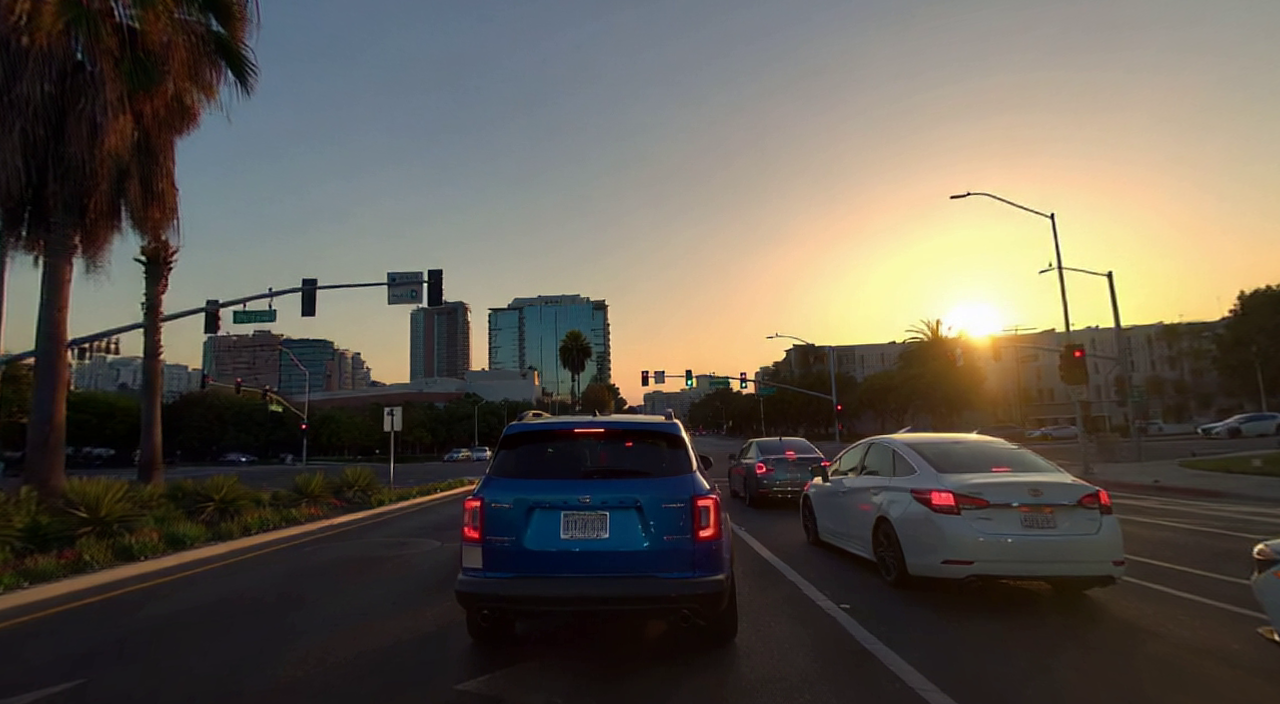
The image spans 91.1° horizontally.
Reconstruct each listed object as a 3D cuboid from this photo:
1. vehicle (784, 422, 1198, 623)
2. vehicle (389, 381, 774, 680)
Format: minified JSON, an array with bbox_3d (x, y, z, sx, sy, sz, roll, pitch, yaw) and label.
[{"bbox_3d":[3.122,1.602,6.952,1.971,1.473,4.495,0,-8,0],"label":"vehicle"},{"bbox_3d":[-0.336,1.312,5.675,2.172,1.694,4.055,0,-8,0],"label":"vehicle"}]
